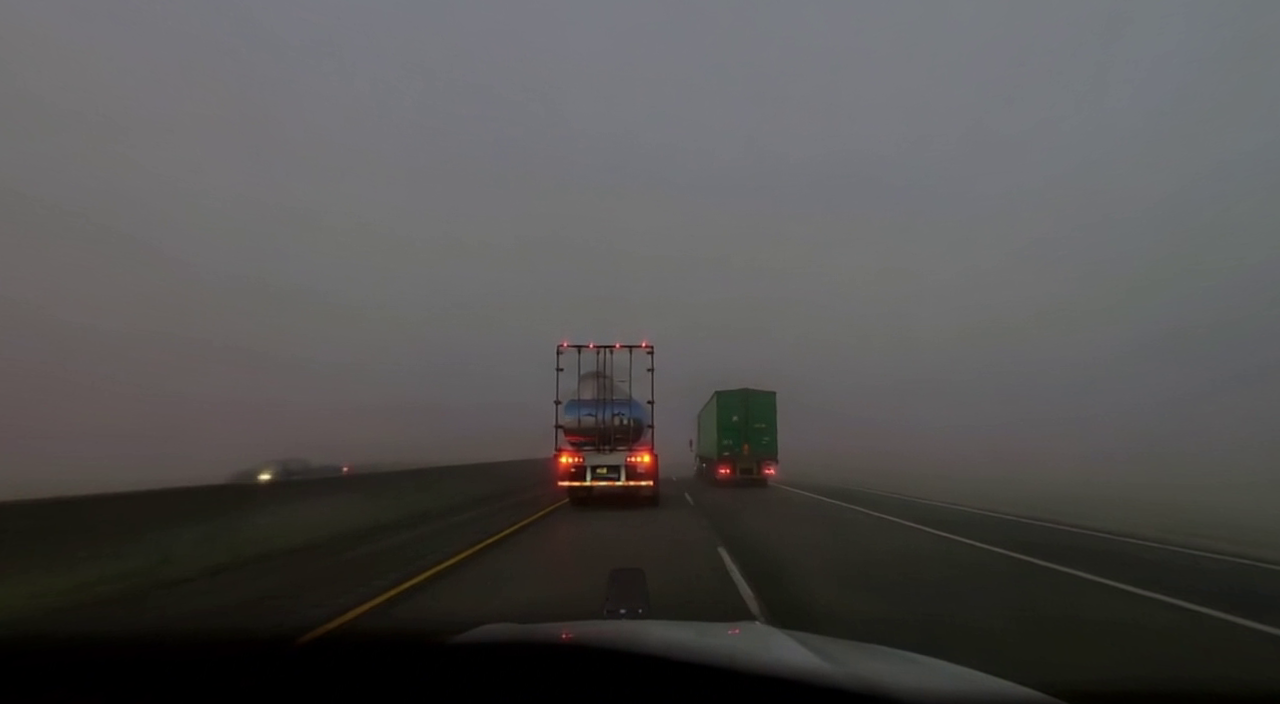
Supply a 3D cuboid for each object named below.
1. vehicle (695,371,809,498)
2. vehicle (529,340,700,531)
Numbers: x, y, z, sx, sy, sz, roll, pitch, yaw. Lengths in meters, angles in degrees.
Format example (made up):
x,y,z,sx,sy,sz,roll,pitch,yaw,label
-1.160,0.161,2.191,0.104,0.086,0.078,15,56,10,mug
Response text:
x,y,z,sx,sy,sz,roll,pitch,yaw,label
4.036,3.432,25.634,2.942,4.003,11.297,0,-9,2,vehicle
-0.194,2.773,20.738,3.267,3.655,17.154,0,-8,2,vehicle
